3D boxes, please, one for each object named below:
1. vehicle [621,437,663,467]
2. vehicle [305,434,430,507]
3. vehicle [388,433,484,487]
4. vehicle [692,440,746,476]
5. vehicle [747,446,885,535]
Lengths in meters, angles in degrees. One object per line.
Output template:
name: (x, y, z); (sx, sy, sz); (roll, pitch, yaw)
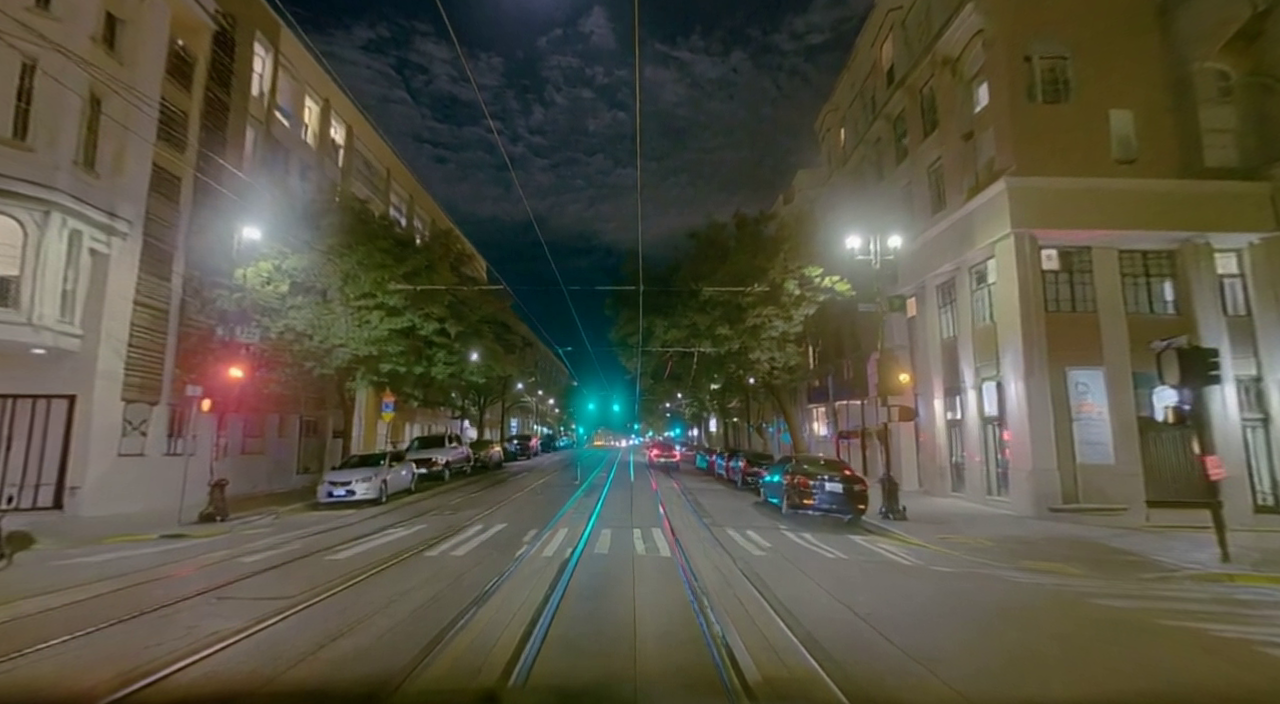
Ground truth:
vehicle: (0.058, 5.476, 34.760); (1.984, 1.571, 3.404); (1, -8, -5)
vehicle: (-7.400, 3.405, 17.648); (1.779, 1.588, 3.953); (2, -16, -2)
vehicle: (-7.383, 3.989, 23.410); (1.861, 1.751, 4.550); (1, -9, 2)
vehicle: (3.730, 5.068, 30.473); (1.890, 1.559, 4.281); (0, -8, -2)
vehicle: (3.878, 3.085, 14.744); (1.929, 1.723, 4.134); (0, -8, -2)
